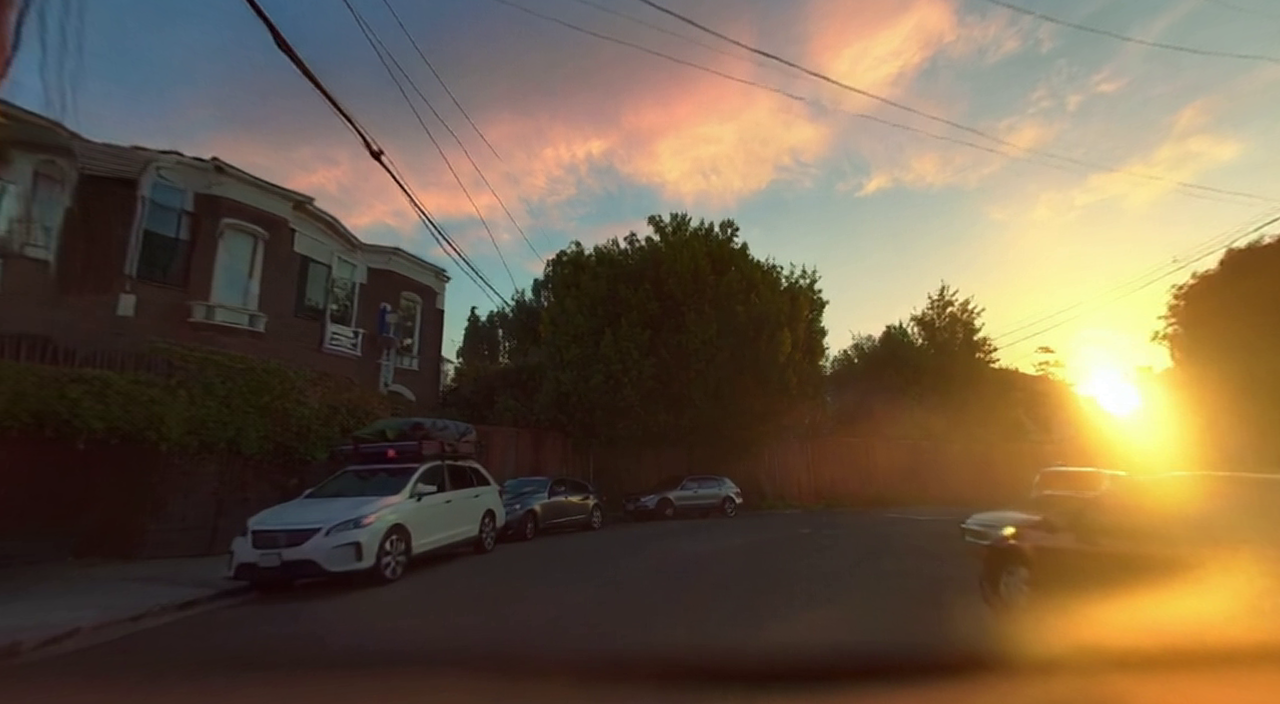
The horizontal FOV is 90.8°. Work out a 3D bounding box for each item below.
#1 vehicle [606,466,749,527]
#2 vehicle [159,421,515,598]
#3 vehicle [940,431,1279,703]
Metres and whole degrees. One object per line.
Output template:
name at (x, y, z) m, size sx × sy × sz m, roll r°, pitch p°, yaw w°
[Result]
vehicle at (1.235, 4.493, 20.084) m, size 4.217 × 1.547 × 2.082 m, roll 6°, pitch -11°, yaw -38°
vehicle at (-3.651, 2.183, 9.079) m, size 2.247 × 1.702 × 5.043 m, roll -4°, pitch -13°, yaw 5°
vehicle at (3.767, 1.194, 3.464) m, size 1.910 × 1.477 × 4.569 m, roll 0°, pitch -8°, yaw -1°
